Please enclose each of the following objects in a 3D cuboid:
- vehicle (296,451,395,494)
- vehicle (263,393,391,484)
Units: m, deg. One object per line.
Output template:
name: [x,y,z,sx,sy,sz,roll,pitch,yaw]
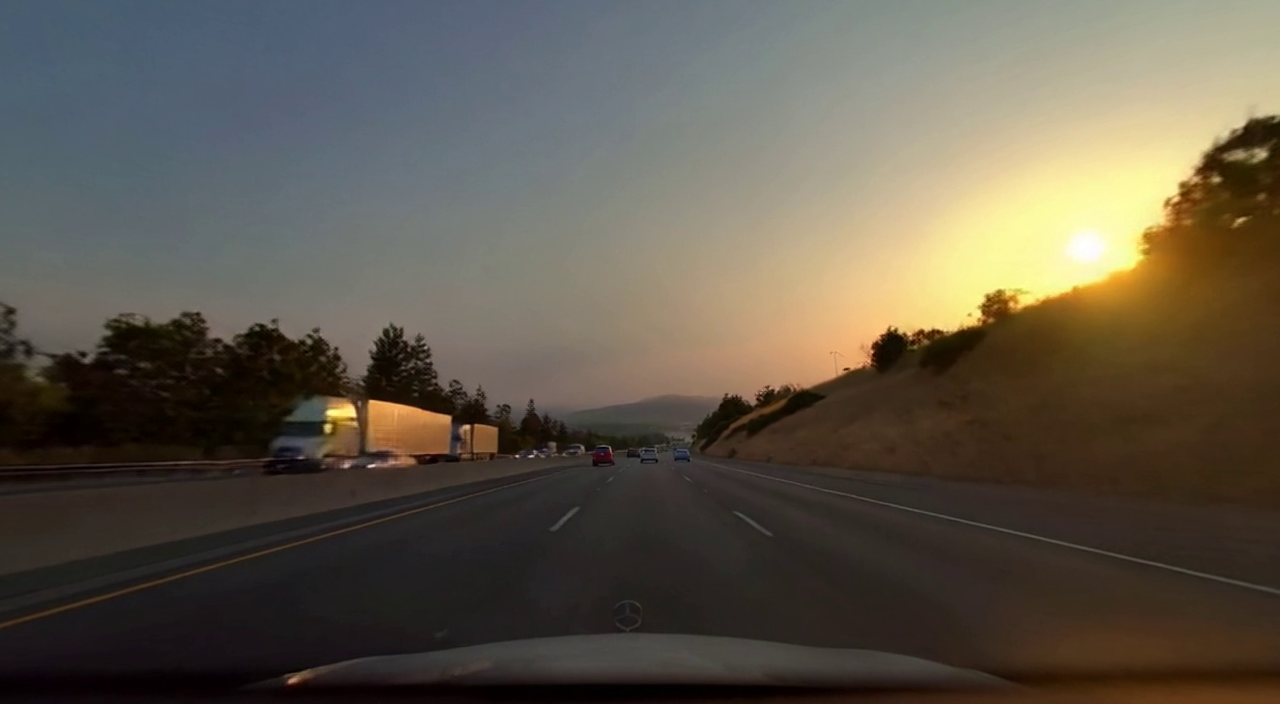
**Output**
vehicle: [-10.665,4.371,23.131,1.781,1.437,3.666,0,-9,1]
vehicle: [-15.149,4.317,31.153,3.014,4.037,5.894,0,-9,1]
